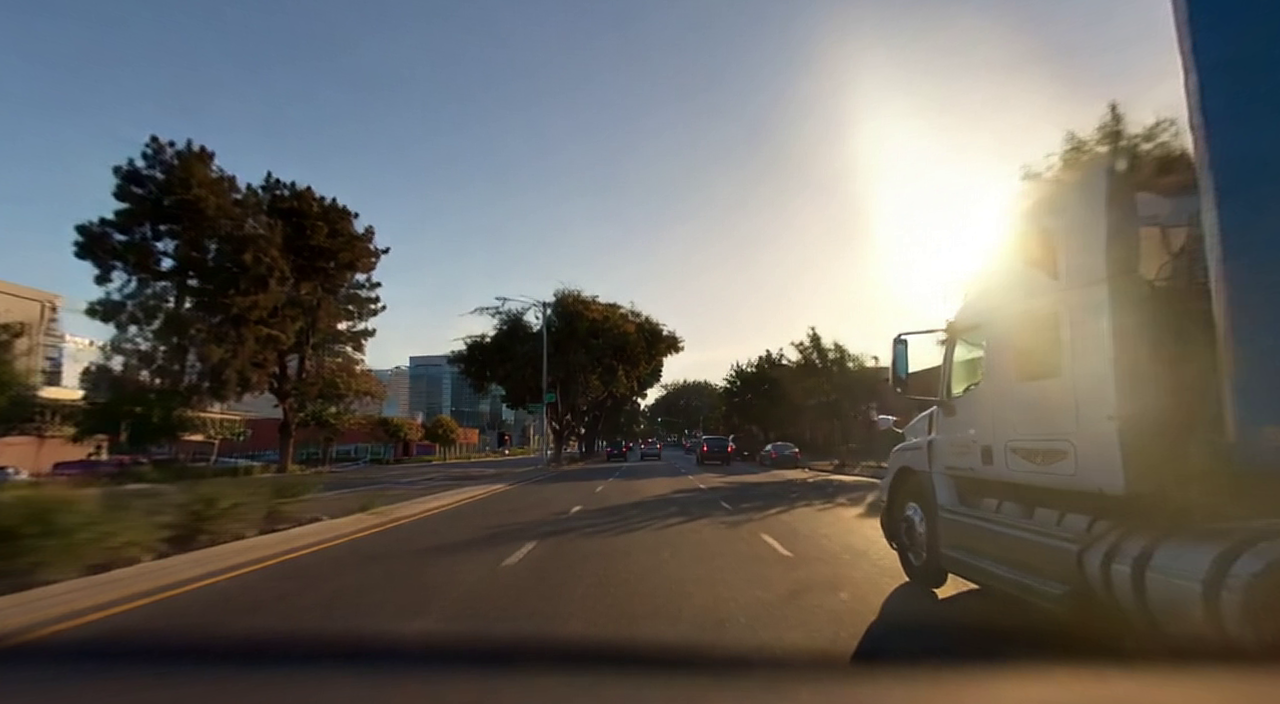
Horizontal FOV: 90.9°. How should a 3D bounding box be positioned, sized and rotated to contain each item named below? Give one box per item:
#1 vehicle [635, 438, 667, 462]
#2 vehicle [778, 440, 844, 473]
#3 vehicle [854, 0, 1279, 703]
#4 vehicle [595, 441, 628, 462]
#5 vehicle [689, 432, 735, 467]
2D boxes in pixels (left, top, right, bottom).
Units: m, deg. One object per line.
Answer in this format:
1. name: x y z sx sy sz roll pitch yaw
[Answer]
1. vehicle: 0.825 7.272 46.890 2.276 1.704 3.925 -1 -8 2
2. vehicle: 8.326 5.115 31.085 2.006 1.484 4.289 -1 -8 0
3. vehicle: 3.610 -0.274 2.280 3.006 3.679 8.506 -1 -8 3
4. vehicle: -2.233 7.870 49.877 2.211 1.537 4.666 -1 -8 2
5. vehicle: 4.220 5.800 37.639 2.196 1.908 4.412 -1 -8 0
